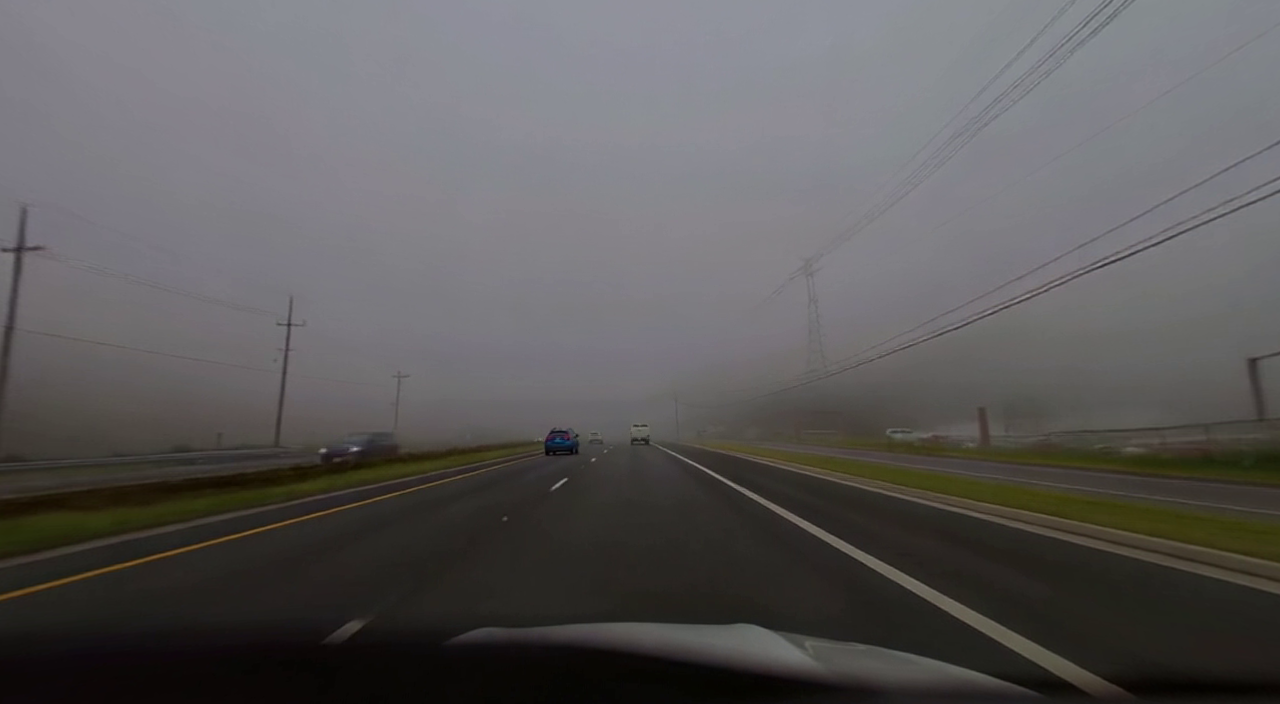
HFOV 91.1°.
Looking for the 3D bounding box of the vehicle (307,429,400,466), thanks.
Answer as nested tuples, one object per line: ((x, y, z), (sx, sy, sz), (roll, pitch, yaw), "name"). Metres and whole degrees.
((-12.638, 4.232, 28.112), (2.096, 1.515, 4.436), (0, -8, 0), "vehicle")

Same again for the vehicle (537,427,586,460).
((-4.007, 4.723, 32.722), (2.023, 1.580, 4.259), (0, -8, -1), "vehicle")
